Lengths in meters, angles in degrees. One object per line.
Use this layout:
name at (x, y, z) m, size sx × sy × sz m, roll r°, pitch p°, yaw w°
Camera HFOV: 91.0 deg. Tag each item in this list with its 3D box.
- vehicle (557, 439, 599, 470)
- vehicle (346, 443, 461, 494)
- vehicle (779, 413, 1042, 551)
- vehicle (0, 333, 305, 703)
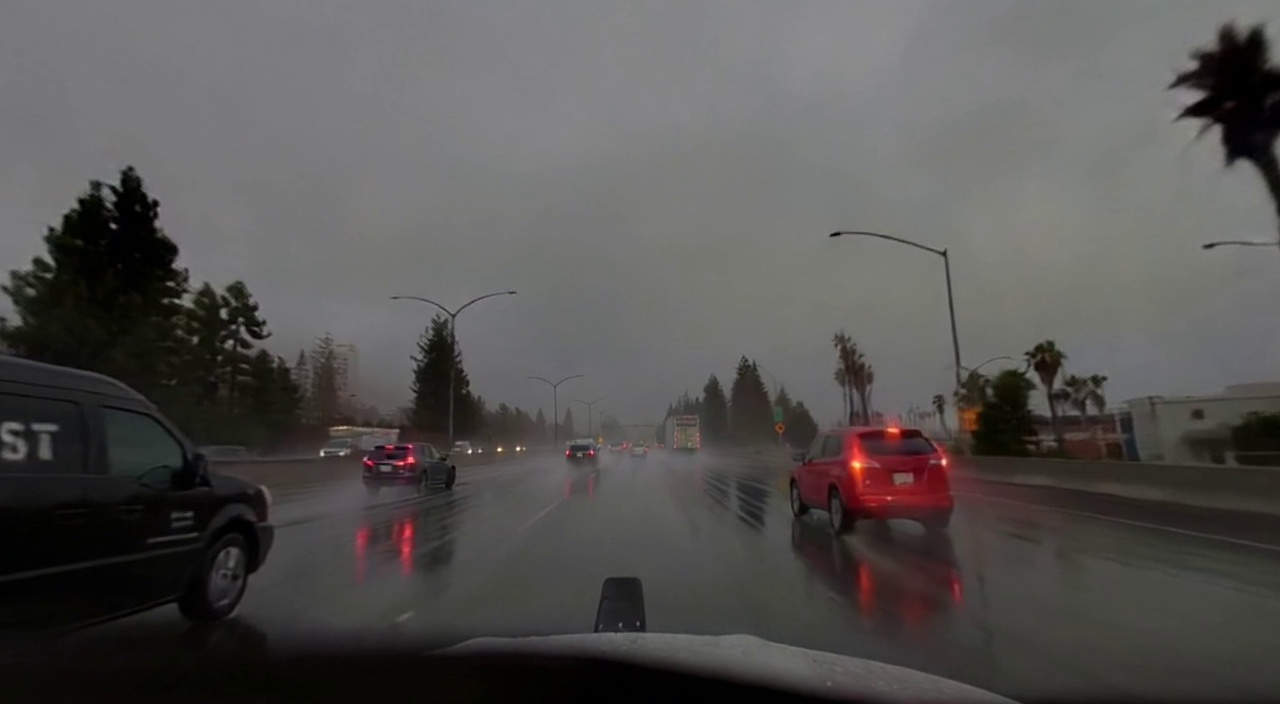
vehicle at (-3.558, 5.961, 36.786) m, size 2.017 × 1.683 × 4.094 m, roll 0°, pitch -9°, yaw 0°
vehicle at (-7.587, 3.765, 20.737) m, size 2.050 × 1.487 × 4.372 m, roll 0°, pitch -9°, yaw 1°
vehicle at (3.800, 1.927, 9.981) m, size 2.124 × 1.674 × 4.494 m, roll 0°, pitch -9°, yaw 0°
vehicle at (-4.082, 0.832, 2.809) m, size 2.215 × 1.859 × 5.375 m, roll 0°, pitch -9°, yaw 0°
